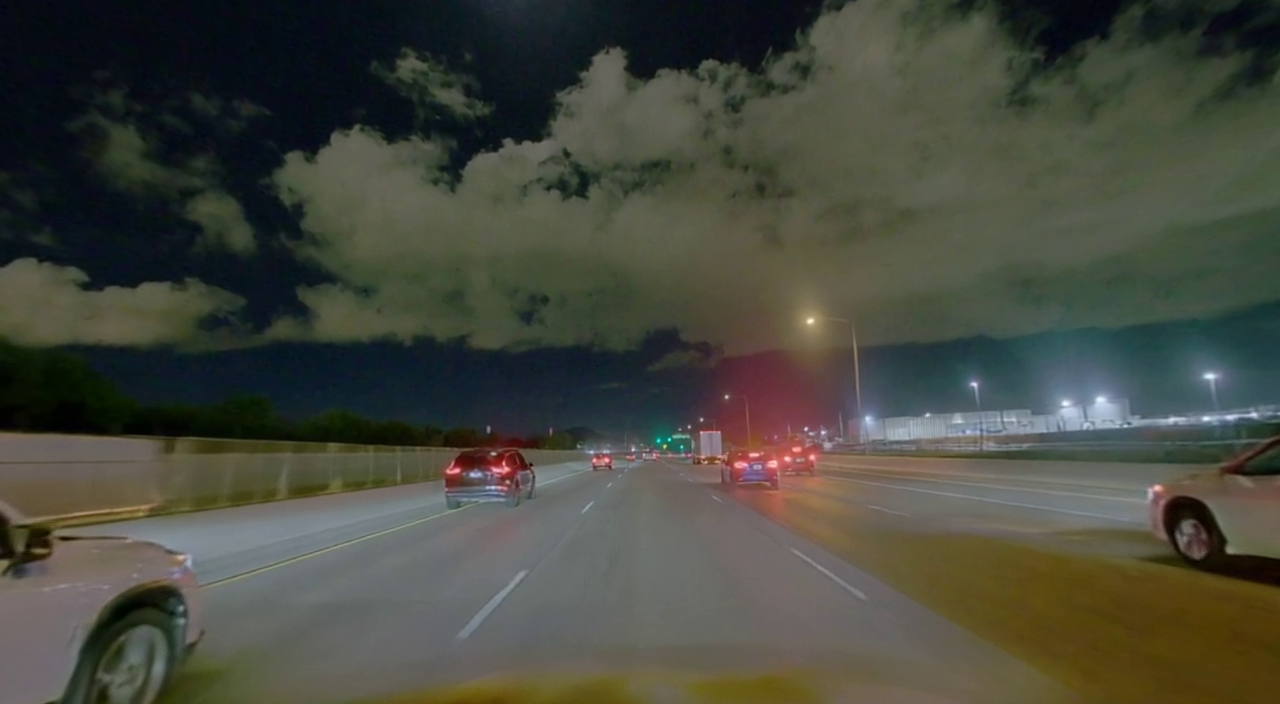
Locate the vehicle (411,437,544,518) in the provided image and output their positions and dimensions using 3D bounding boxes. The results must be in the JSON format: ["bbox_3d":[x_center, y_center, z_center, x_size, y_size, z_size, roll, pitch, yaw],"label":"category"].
[{"bbox_3d":[-3.713,2.931,15.284,2.036,1.669,4.112,-1,-8,1],"label":"vehicle"}]

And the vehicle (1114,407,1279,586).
[{"bbox_3d":[7.368,1.349,5.747,2.145,1.743,5.058,0,-8,0],"label":"vehicle"}]

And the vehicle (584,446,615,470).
[{"bbox_3d":[-3.166,8.339,49.952,2.108,1.748,4.514,-1,-8,1],"label":"vehicle"}]

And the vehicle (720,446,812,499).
[{"bbox_3d":[3.830,3.736,19.999,1.942,1.453,4.329,0,-8,-1],"label":"vehicle"}]

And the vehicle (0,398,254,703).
[{"bbox_3d":[-3.780,0.881,1.942,2.067,1.555,4.851,0,-8,1],"label":"vehicle"}]
